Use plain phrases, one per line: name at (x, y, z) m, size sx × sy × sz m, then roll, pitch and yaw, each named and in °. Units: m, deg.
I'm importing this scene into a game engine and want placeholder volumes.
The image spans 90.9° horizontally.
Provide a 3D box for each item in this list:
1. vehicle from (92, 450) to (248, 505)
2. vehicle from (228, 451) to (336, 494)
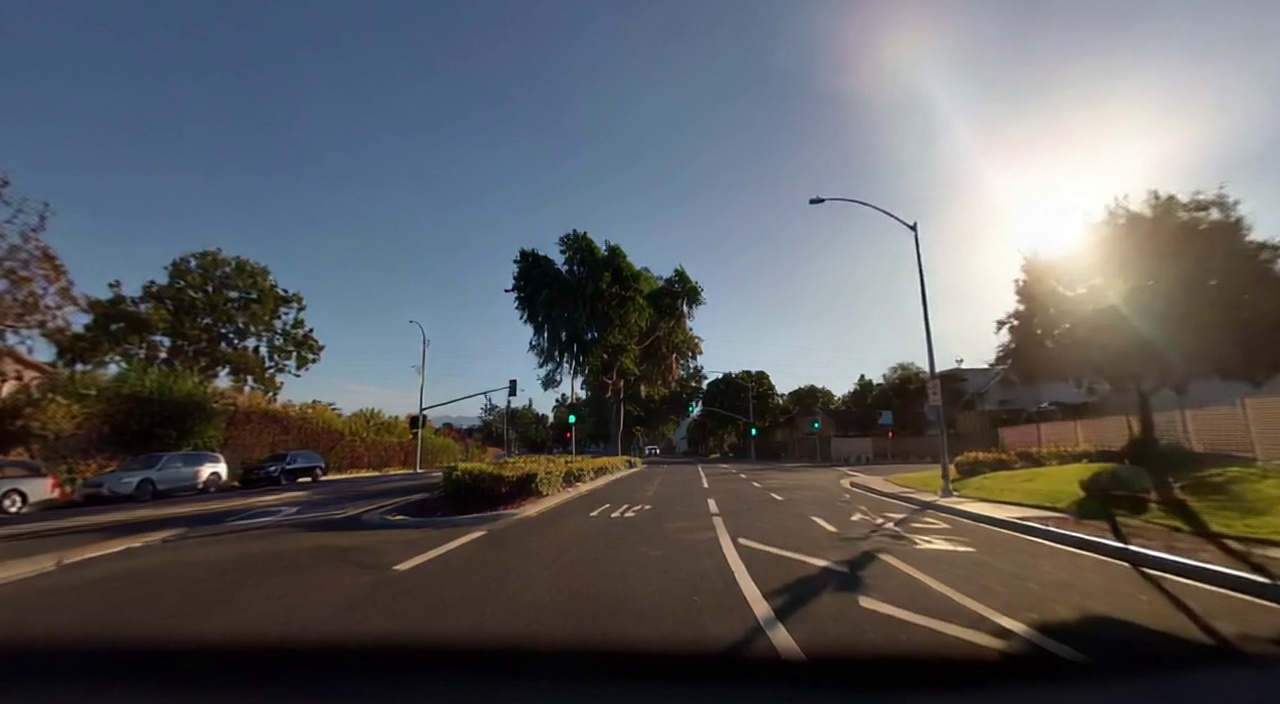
vehicle at (-18.034, 4.775, 24.553) m, size 2.148 × 1.856 × 4.632 m, roll -1°, pitch -8°, yaw 7°
vehicle at (-17.155, 5.752, 30.547) m, size 2.050 × 1.697 × 4.838 m, roll -5°, pitch -8°, yaw 6°
